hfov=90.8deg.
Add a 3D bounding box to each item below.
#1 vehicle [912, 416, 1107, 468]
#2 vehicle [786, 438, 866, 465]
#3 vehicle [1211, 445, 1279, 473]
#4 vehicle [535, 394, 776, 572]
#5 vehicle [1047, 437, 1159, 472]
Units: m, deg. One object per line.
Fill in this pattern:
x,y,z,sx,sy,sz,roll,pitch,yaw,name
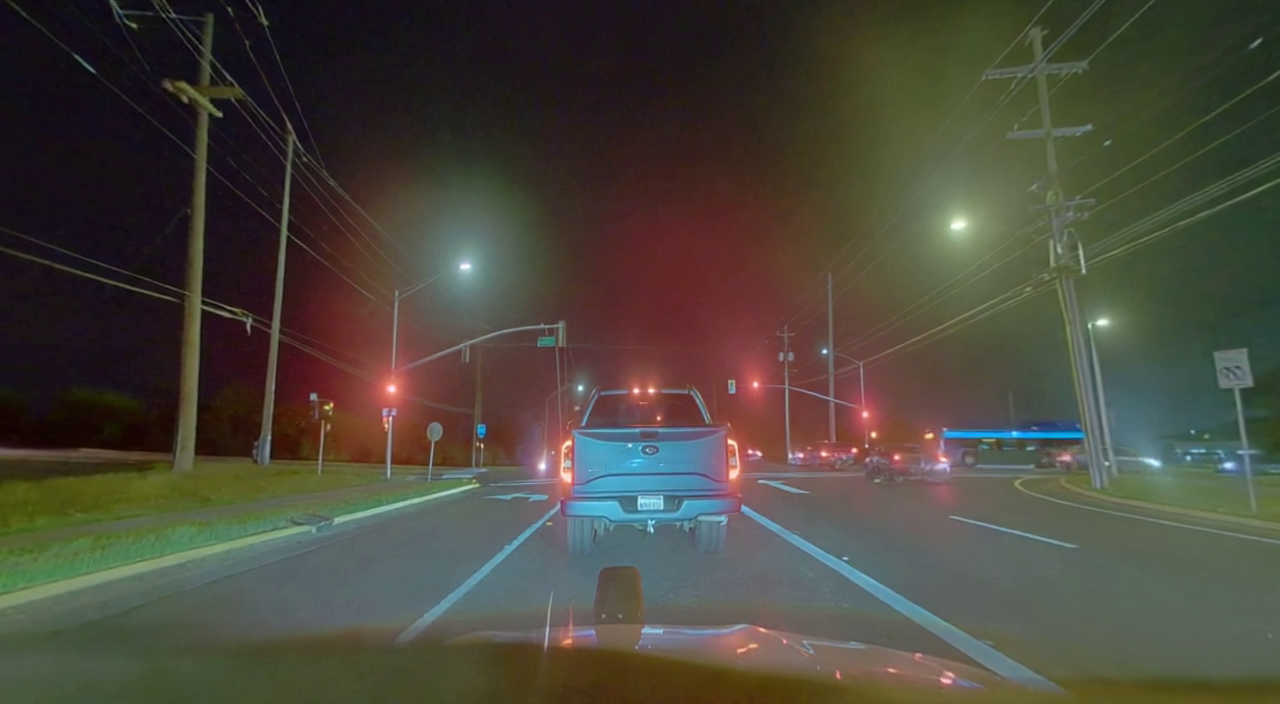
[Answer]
23.998,5.910,41.531,10.726,3.128,3.003,-1,-8,2,vehicle
13.460,7.260,46.085,5.235,1.878,2.107,-2,-8,8,vehicle
40.947,6.949,41.256,5.426,1.728,1.999,0,-8,-3,vehicle
0.123,1.873,9.940,2.707,1.964,5.485,0,-8,-1,vehicle
21.570,4.751,29.452,4.520,1.496,2.060,3,-9,-23,vehicle
